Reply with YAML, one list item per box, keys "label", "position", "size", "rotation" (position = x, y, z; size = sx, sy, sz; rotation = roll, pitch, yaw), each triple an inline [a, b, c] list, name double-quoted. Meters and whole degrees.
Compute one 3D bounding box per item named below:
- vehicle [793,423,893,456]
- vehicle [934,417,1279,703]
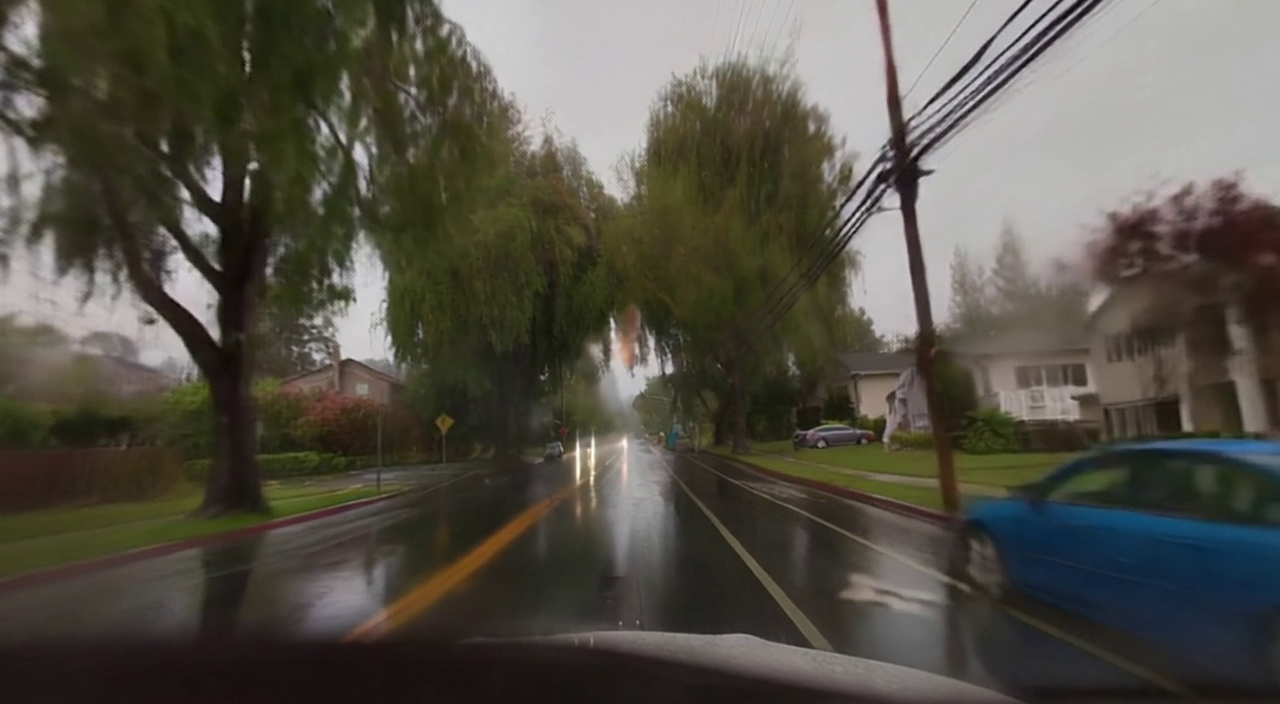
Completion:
- label: "vehicle"
  position: [10.878, 4.817, 34.271]
  size: [1.904, 1.626, 5.012]
  rotation: [6, -11, -31]
- label: "vehicle"
  position: [3.750, 1.154, 3.616]
  size: [1.961, 1.472, 4.434]
  rotation: [0, -8, 0]
